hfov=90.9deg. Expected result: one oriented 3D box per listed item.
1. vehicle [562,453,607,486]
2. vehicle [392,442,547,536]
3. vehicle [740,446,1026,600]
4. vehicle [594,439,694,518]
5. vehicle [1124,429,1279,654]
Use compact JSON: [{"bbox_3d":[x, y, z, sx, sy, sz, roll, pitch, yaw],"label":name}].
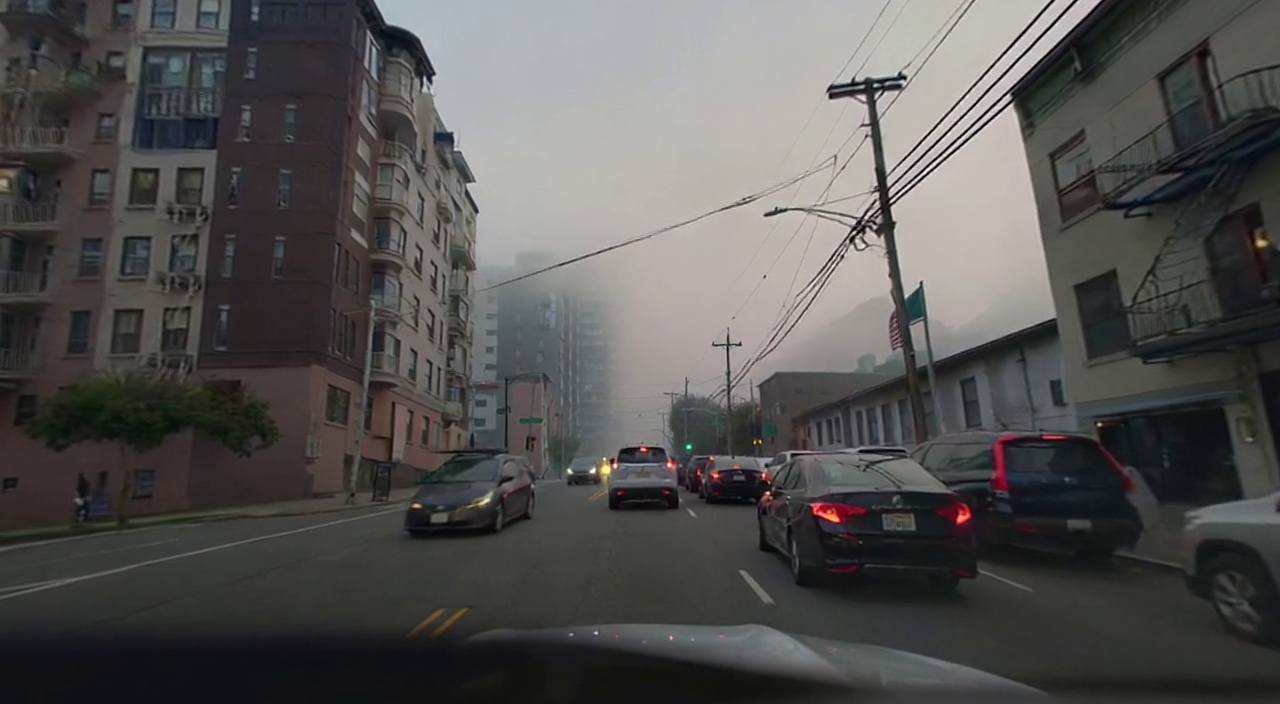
[{"bbox_3d":[-3.024,6.520,35.233,2.023,1.646,4.282,-1,-8,1],"label":"vehicle"},{"bbox_3d":[-3.471,2.856,13.850,2.112,1.705,4.365,0,-8,1],"label":"vehicle"},{"bbox_3d":[2.708,1.995,8.385,2.029,1.460,4.451,0,-8,0],"label":"vehicle"},{"bbox_3d":[0.036,3.131,16.194,2.232,1.736,4.036,0,-8,-1],"label":"vehicle"},{"bbox_3d":[5.526,1.200,3.611,1.931,1.585,4.387,0,-9,-1],"label":"vehicle"}]
